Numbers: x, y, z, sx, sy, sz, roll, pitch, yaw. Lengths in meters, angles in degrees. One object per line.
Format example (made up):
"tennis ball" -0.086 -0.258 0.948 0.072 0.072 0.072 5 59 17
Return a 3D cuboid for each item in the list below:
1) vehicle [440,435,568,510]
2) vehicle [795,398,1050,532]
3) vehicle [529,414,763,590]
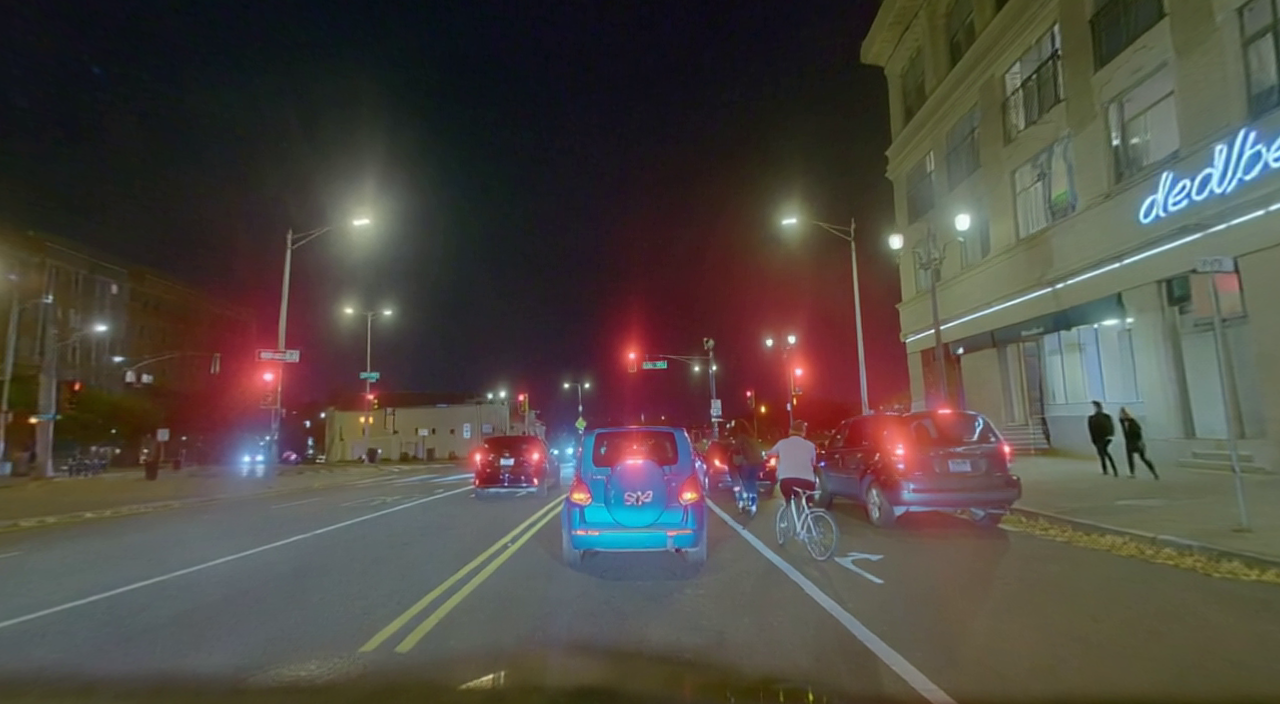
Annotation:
"vehicle" -2.949 2.728 14.789 2.039 1.452 4.489 0 -9 0
"vehicle" 4.510 1.916 11.160 2.142 1.829 4.767 0 -9 -2
"vehicle" 0.040 1.647 7.716 2.091 1.557 4.000 0 -9 0
